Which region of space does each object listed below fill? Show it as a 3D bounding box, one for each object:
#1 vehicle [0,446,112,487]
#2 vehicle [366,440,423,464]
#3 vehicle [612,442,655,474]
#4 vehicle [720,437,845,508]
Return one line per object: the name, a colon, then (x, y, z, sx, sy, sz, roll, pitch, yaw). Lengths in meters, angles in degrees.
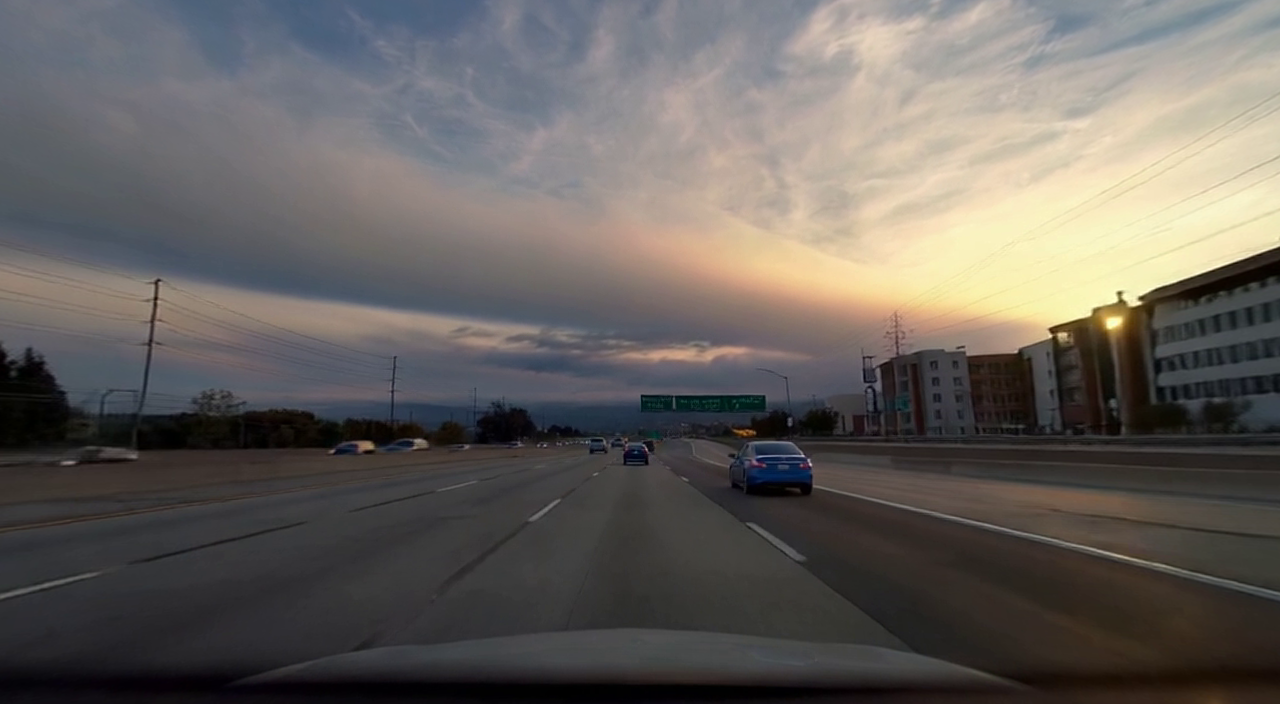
vehicle: (-27.621, 5.218, 29.180, 2.085, 1.710, 4.800, 0, -8, 0)
vehicle: (-16.877, 6.888, 43.528, 1.995, 1.569, 4.734, 0, -8, 0)
vehicle: (-0.337, 5.333, 31.890, 2.019, 1.472, 3.971, 0, -8, -1)
vehicle: (3.399, 2.957, 16.017, 1.995, 1.533, 4.463, 0, -8, -2)
